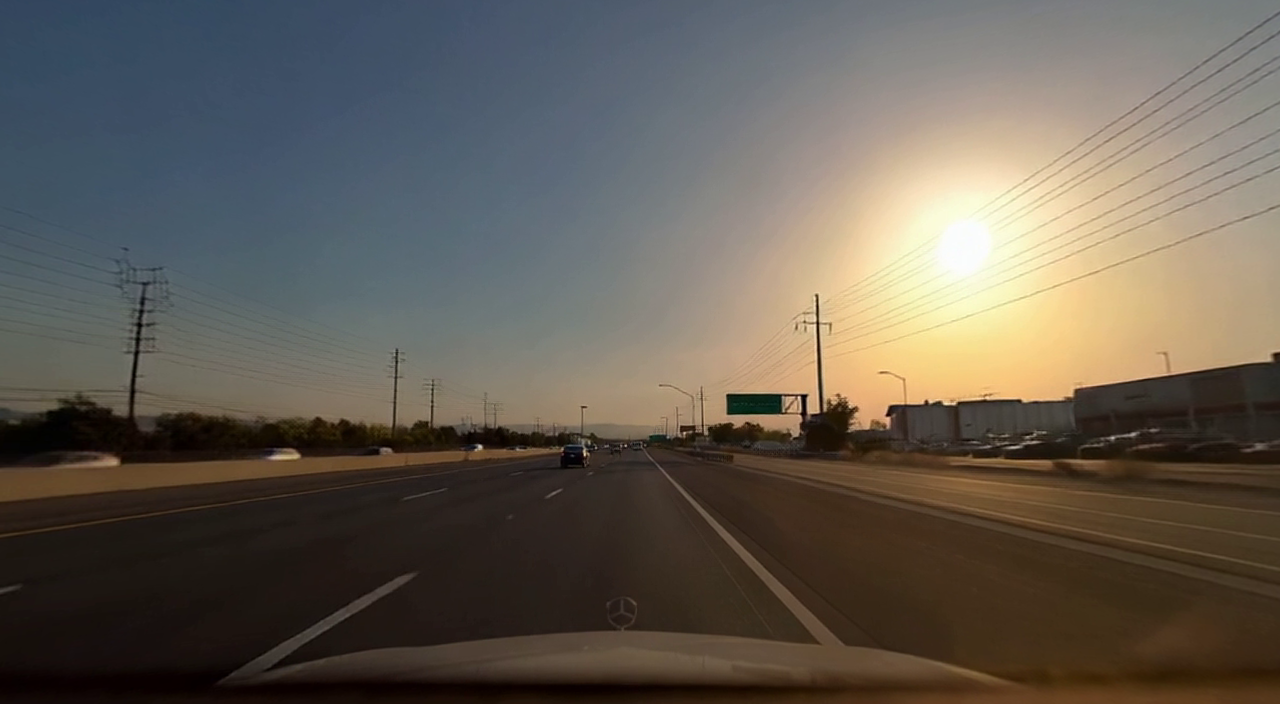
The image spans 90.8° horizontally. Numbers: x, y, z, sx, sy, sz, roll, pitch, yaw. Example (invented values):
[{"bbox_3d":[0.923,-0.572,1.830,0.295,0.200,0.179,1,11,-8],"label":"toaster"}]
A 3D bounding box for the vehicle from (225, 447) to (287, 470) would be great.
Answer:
[{"bbox_3d":[-29.284,8.135,48.337,1.885,1.617,4.407,0,-9,0],"label":"vehicle"}]

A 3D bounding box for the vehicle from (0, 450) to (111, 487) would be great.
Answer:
[{"bbox_3d":[-28.692,5.627,30.755,1.809,1.455,4.744,-3,-7,0],"label":"vehicle"}]

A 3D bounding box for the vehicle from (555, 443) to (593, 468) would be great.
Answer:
[{"bbox_3d":[-4.194,6.667,40.842,1.940,1.479,4.545,0,-9,1],"label":"vehicle"}]
